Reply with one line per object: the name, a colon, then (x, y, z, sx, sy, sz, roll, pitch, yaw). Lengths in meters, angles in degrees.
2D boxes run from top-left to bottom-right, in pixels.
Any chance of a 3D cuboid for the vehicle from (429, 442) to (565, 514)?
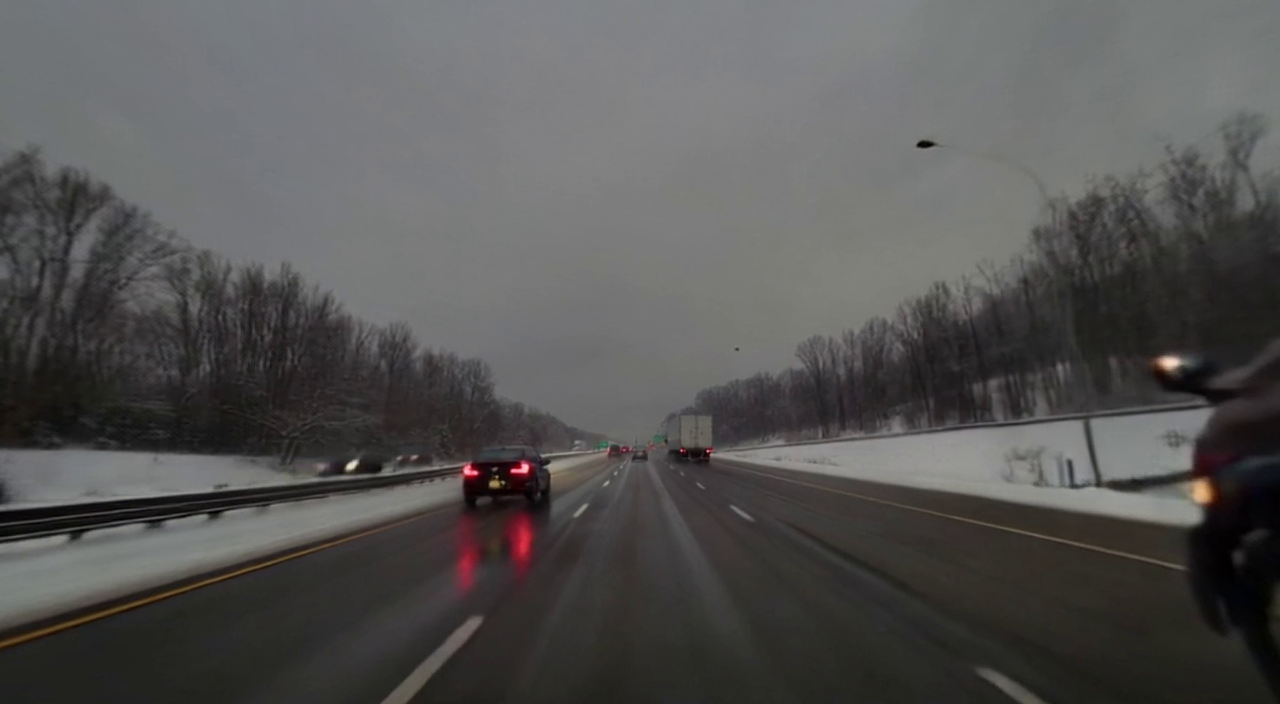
vehicle: (-3.199, 2.949, 15.272, 2.121, 1.445, 4.651, 0, -9, 1)
